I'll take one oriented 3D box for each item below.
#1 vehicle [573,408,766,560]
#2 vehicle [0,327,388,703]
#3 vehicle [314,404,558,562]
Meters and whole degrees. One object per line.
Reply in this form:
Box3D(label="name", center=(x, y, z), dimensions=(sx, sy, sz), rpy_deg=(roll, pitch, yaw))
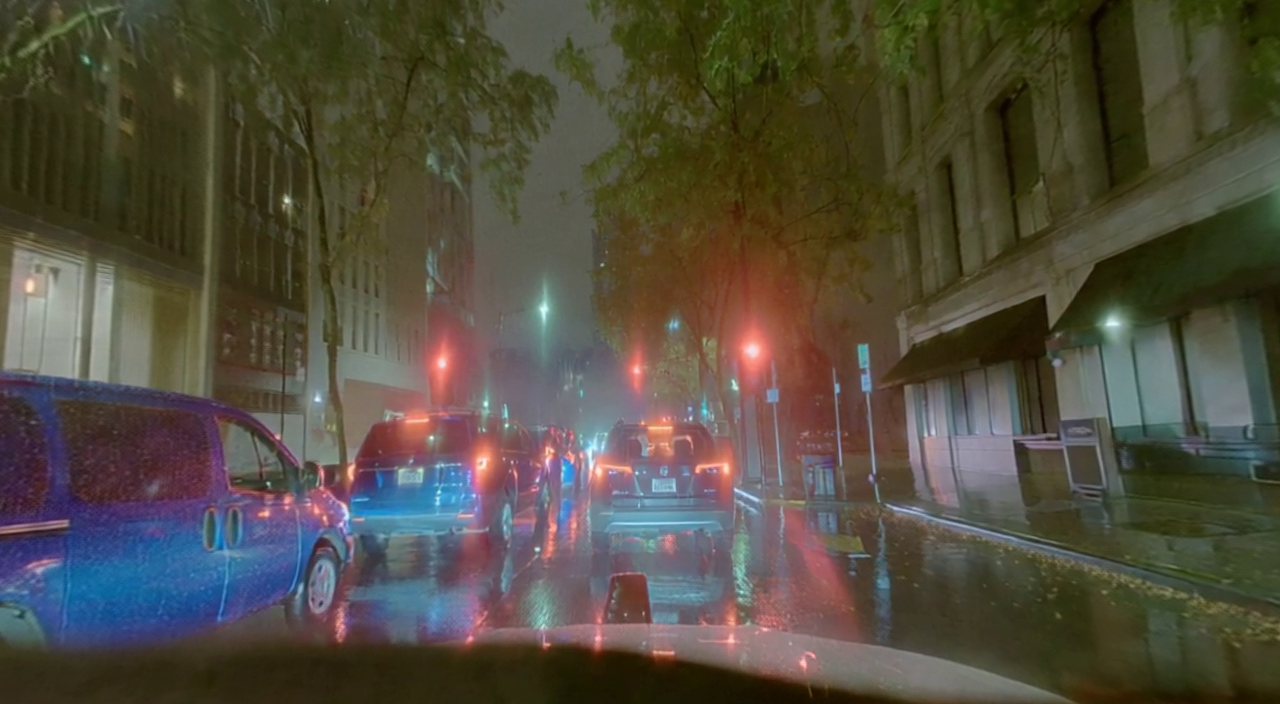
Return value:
Box3D(label="vehicle", center=(0.360, 1.810, 9.260), dimensions=(2.205, 1.727, 3.917), rpy_deg=(0, -8, 1))
Box3D(label="vehicle", center=(-3.172, 0.980, 3.485), dimensions=(1.940, 1.722, 3.823), rpy_deg=(0, -8, 0))
Box3D(label="vehicle", center=(-2.650, 1.842, 9.610), dimensions=(2.124, 1.799, 4.587), rpy_deg=(0, -8, 1))
